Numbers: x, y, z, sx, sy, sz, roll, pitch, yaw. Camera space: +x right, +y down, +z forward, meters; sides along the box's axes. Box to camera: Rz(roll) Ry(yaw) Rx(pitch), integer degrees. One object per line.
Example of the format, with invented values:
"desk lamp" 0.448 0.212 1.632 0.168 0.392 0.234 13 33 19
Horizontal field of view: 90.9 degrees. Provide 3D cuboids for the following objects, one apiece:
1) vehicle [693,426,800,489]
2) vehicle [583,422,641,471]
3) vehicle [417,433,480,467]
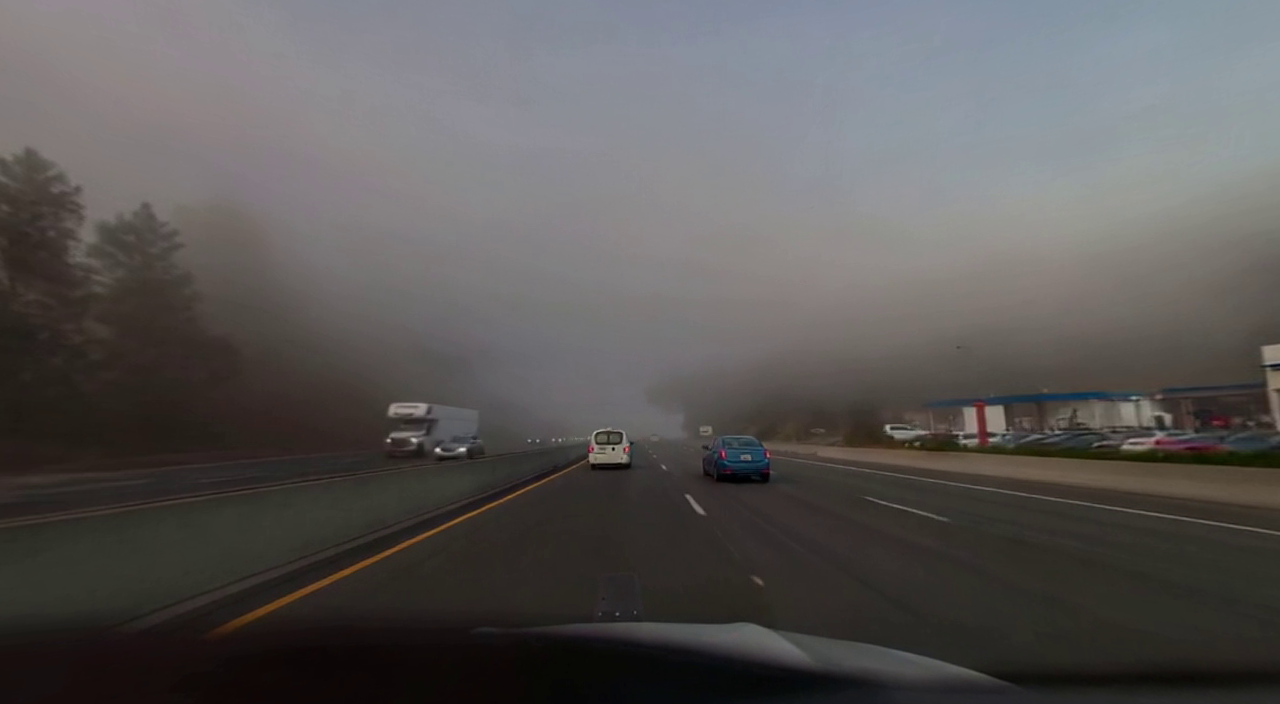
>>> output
"vehicle" 2.831 2.925 18.016 2.151 1.550 4.694 0 -7 -1
"vehicle" -1.002 3.680 24.876 2.061 1.732 4.457 0 -7 0
"vehicle" -9.524 4.888 31.666 1.950 1.588 3.676 0 -7 1
